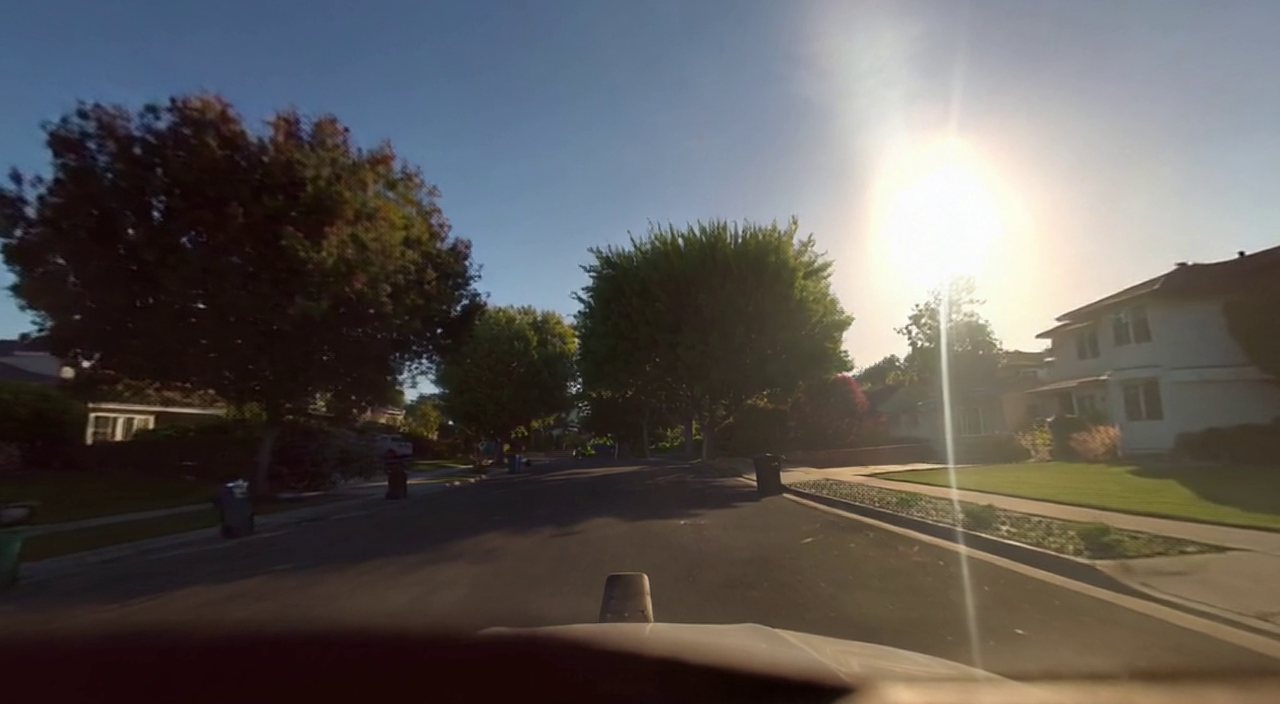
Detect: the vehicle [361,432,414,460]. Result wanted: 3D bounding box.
[{"bbox_3d":[-18.640,6.986,46.756,2.407,1.912,5.091,1,-8,-8],"label":"vehicle"}]
